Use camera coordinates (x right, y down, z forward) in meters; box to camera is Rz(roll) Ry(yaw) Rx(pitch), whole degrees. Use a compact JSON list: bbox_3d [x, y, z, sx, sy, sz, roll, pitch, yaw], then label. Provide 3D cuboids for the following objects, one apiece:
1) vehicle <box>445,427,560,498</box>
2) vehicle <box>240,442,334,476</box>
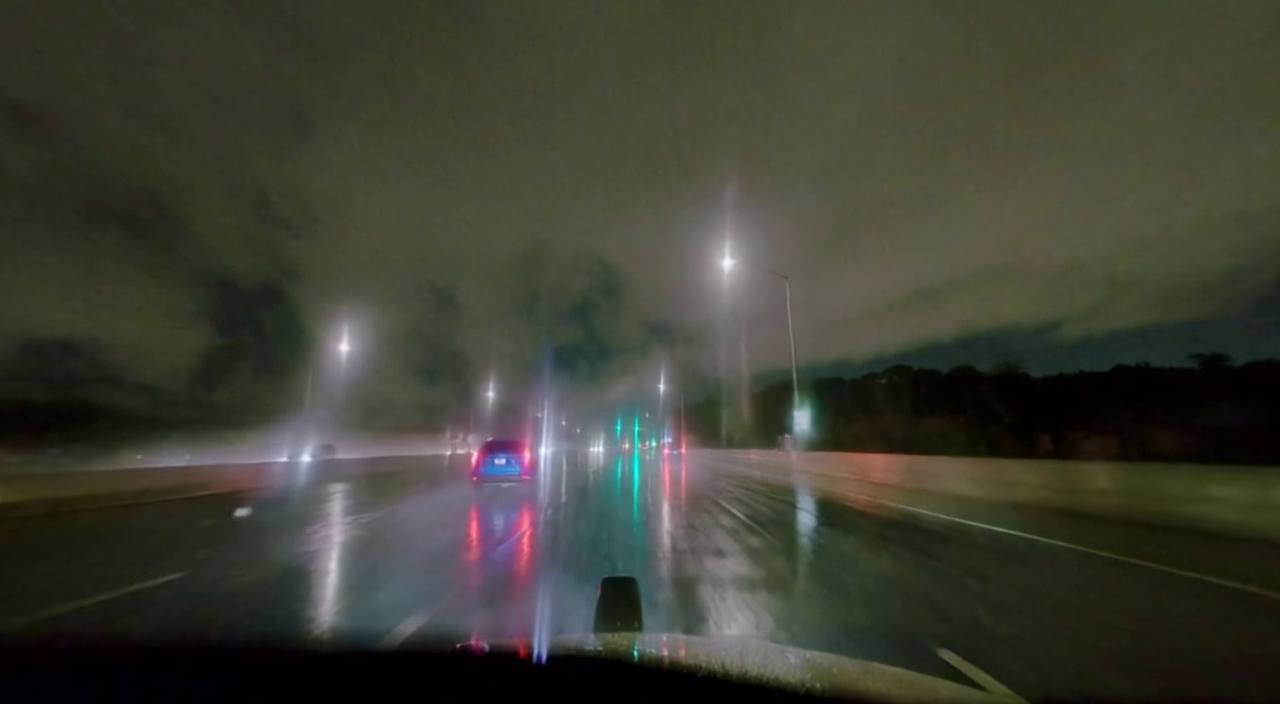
[{"bbox_3d":[-3.795,3.191,18.593,2.205,1.773,5.124,0,-9,0],"label":"vehicle"},{"bbox_3d":[-18.831,5.717,34.012,2.110,1.695,5.087,0,-9,0],"label":"vehicle"}]
